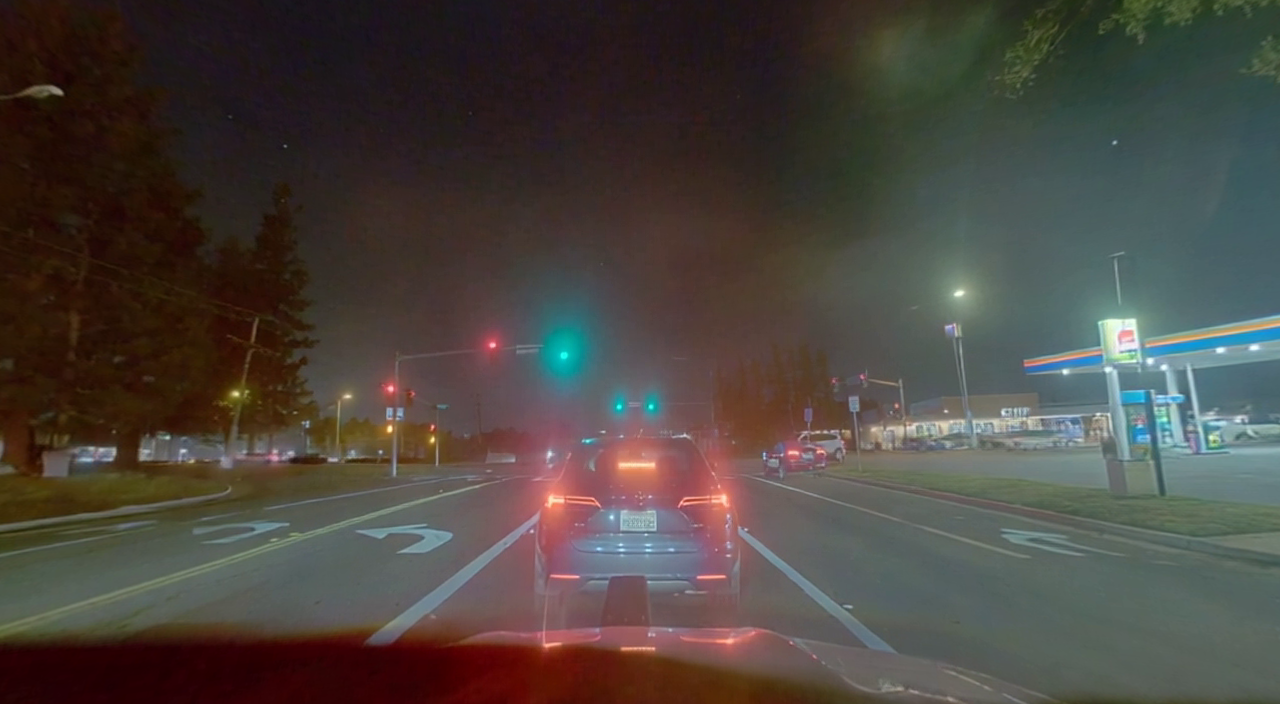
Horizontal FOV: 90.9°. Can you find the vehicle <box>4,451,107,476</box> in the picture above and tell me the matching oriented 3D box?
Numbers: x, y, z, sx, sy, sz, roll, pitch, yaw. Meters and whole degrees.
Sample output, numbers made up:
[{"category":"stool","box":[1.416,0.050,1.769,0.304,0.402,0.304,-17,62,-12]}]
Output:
[{"category":"vehicle","box":[-38.560,7.335,41.640,4.813,1.455,1.889,8,-12,-44]}]

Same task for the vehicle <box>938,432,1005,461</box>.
[{"category":"vehicle","box":[18.382,5.237,34.853,2.053,1.495,4.091,-8,-12,44]}]

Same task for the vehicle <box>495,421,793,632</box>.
[{"category":"vehicle","box":[0.015,1.540,6.583,2.112,1.482,4.057,0,-8,0]}]

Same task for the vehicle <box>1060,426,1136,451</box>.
[{"category":"vehicle","box":[34.741,6.597,47.897,4.294,1.557,1.744,-4,-8,1]}]

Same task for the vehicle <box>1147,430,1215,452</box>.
[{"category":"vehicle","box":[40.934,6.723,47.715,3.573,1.432,1.604,-3,-8,1]}]

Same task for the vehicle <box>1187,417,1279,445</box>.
[{"category":"vehicle","box":[36.306,4.858,38.496,1.848,1.581,4.475,0,-8,2]}]

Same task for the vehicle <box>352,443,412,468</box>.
[{"category":"vehicle","box":[-20.441,8.153,49.853,4.660,1.867,2.019,-6,-10,33]}]
